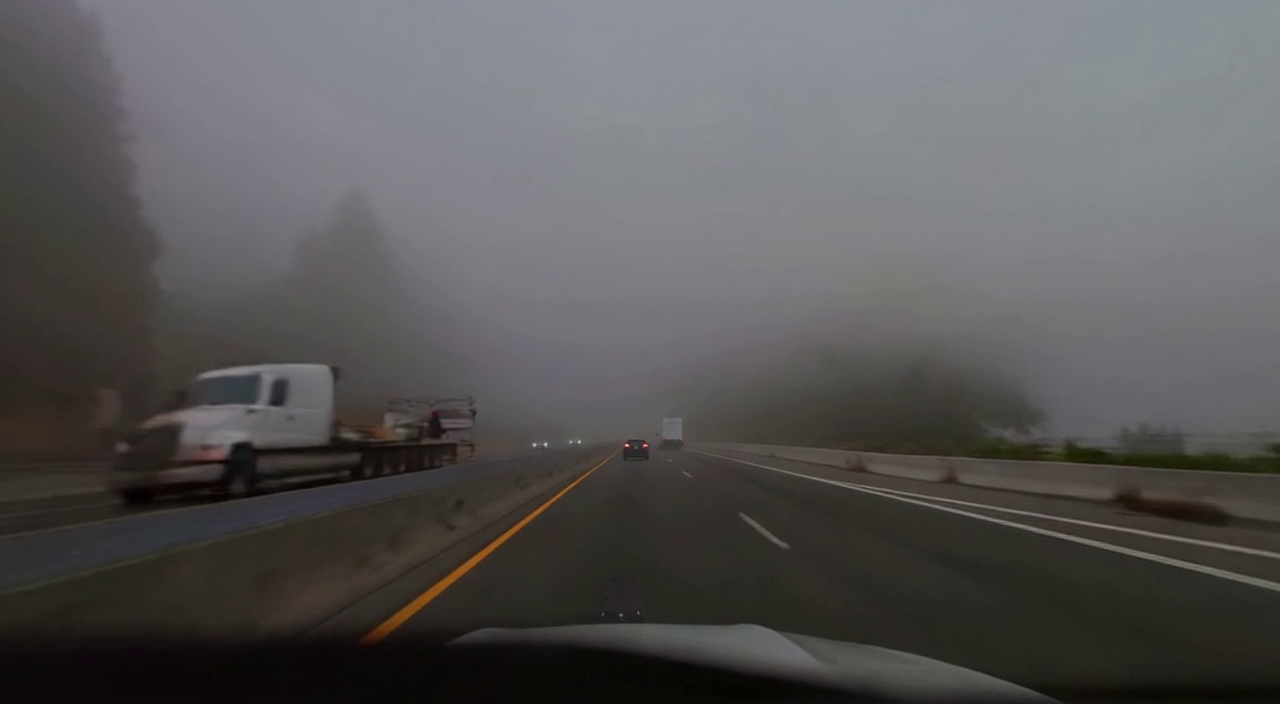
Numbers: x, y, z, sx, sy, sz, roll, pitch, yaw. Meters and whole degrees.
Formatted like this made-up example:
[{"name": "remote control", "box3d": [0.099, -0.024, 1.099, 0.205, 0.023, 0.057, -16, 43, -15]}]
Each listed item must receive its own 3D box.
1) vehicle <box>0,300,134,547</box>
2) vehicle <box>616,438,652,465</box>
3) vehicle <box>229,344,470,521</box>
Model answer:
[{"name": "vehicle", "box3d": [-12.687, 0.658, 7.041, 3.059, 4.267, 13.103, 0, -9, 0]}, {"name": "vehicle", "box3d": [-0.362, 5.756, 36.624, 2.004, 1.472, 4.075, 0, -8, -1]}, {"name": "vehicle", "box3d": [-8.332, 2.602, 20.113, 3.129, 4.014, 10.246, -4, -8, -2]}]
